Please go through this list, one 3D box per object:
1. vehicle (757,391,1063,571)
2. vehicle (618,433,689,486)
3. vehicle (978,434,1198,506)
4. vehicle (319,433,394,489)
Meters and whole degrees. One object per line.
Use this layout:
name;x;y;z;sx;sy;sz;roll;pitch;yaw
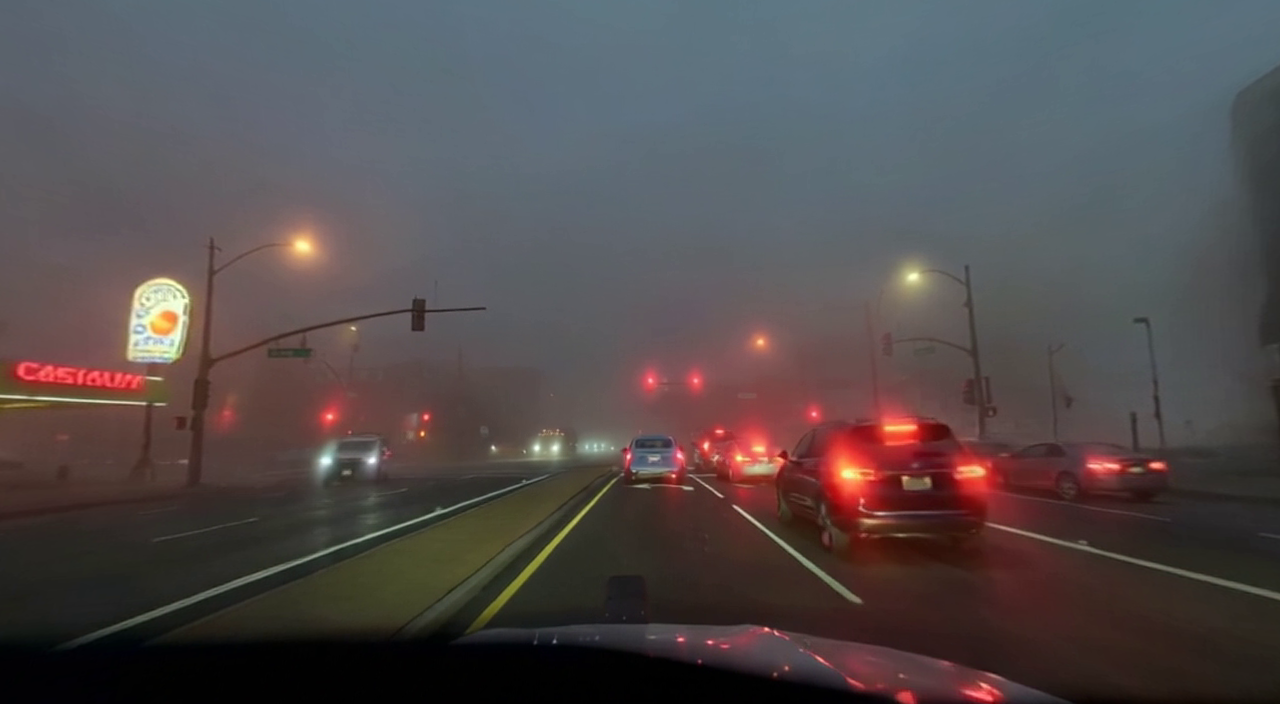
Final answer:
vehicle;3.162;1.648;8.840;2.038;1.787;4.946;0;-8;-1
vehicle;0.361;3.404;20.237;2.073;1.496;3.892;0;-8;-1
vehicle;10.592;2.805;15.497;1.881;1.463;4.726;0;-8;-1
vehicle;-9.926;3.786;22.351;2.106;1.751;4.554;3;-9;-21
